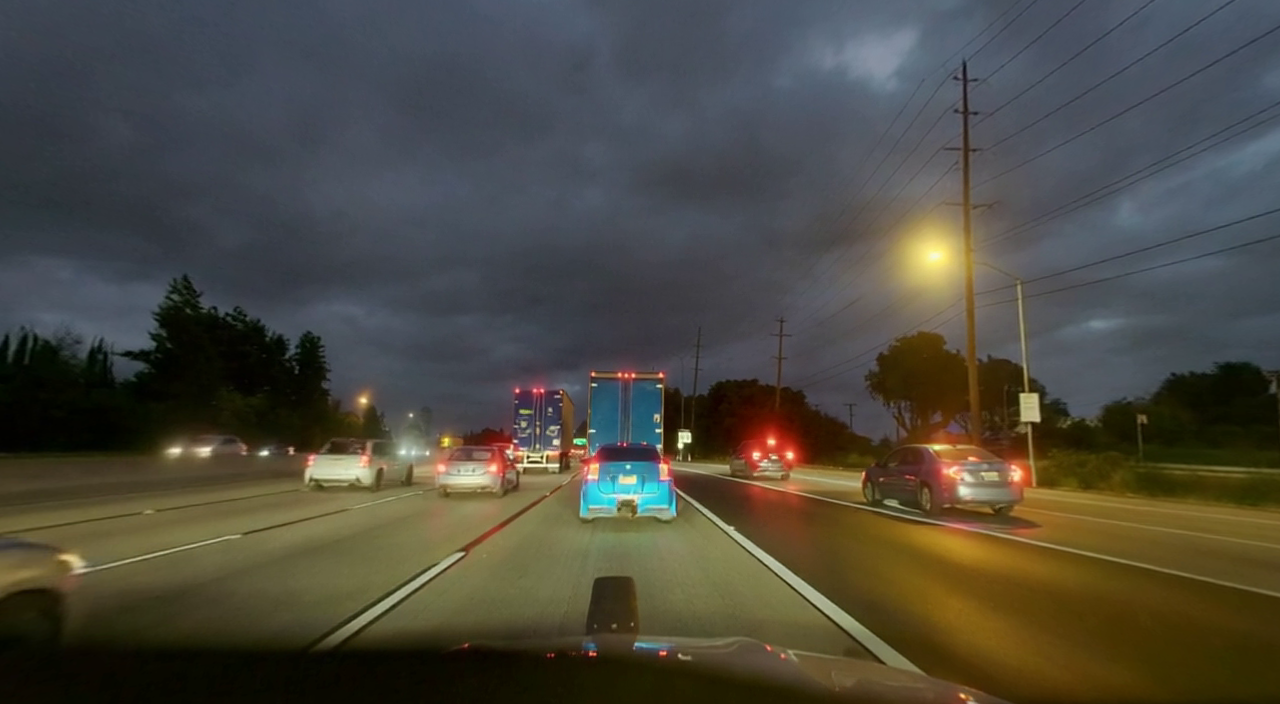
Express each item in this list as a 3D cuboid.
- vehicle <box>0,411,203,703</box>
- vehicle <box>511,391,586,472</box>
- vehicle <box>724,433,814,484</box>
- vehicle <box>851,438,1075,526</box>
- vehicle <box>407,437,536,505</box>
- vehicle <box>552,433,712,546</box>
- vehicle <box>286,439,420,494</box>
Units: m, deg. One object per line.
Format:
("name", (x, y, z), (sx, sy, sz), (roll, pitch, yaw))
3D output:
("vehicle", (-3.819, 0.786, 1.435), (1.960, 1.450, 5.246), (0, -9, -1))
("vehicle", (-5.648, 5.617, 42.709), (3.150, 4.298, 17.928), (0, -9, -2))
("vehicle", (4.588, 3.851, 23.124), (2.023, 1.676, 4.002), (1, -9, -6))
("vehicle", (6.015, 2.443, 12.469), (1.878, 1.406, 4.164), (1, -9, -6))
("vehicle", (-4.119, 3.006, 16.451), (2.090, 1.463, 4.968), (0, -9, -1))
("vehicle", (-0.212, 2.129, 10.422), (2.112, 1.463, 4.012), (0, -9, -3))
("vehicle", (-8.525, 3.437, 19.334), (2.008, 1.454, 4.693), (0, -9, -2))
